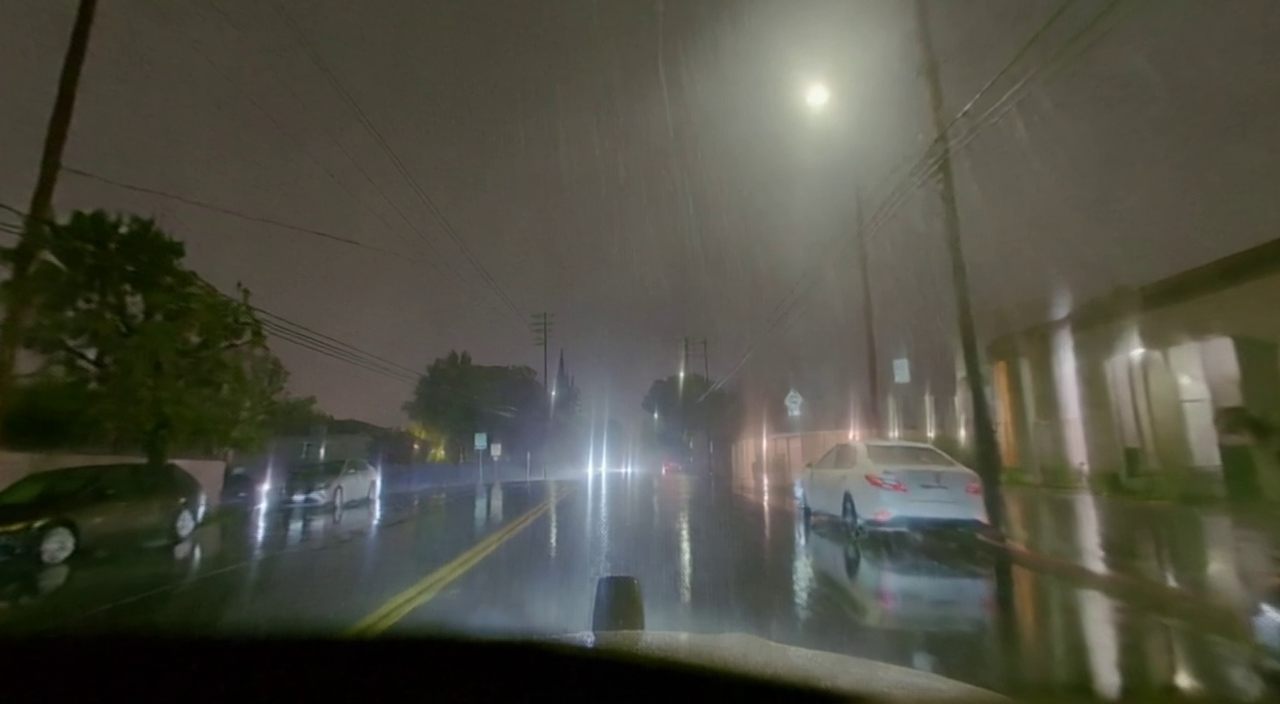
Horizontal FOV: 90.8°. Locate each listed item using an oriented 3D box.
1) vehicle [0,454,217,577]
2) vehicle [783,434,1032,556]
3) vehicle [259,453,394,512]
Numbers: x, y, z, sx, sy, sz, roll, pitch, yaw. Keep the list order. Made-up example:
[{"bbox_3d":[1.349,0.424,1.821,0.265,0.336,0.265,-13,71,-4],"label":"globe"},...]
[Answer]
[{"bbox_3d":[-9.413,2.609,10.599,1.884,1.526,4.061,-5,-8,0],"label":"vehicle"},{"bbox_3d":[3.814,2.115,10.145,1.946,1.468,4.721,0,-9,0],"label":"vehicle"},{"bbox_3d":[-9.472,3.942,19.623,2.000,1.495,4.687,0,-9,-3],"label":"vehicle"}]
